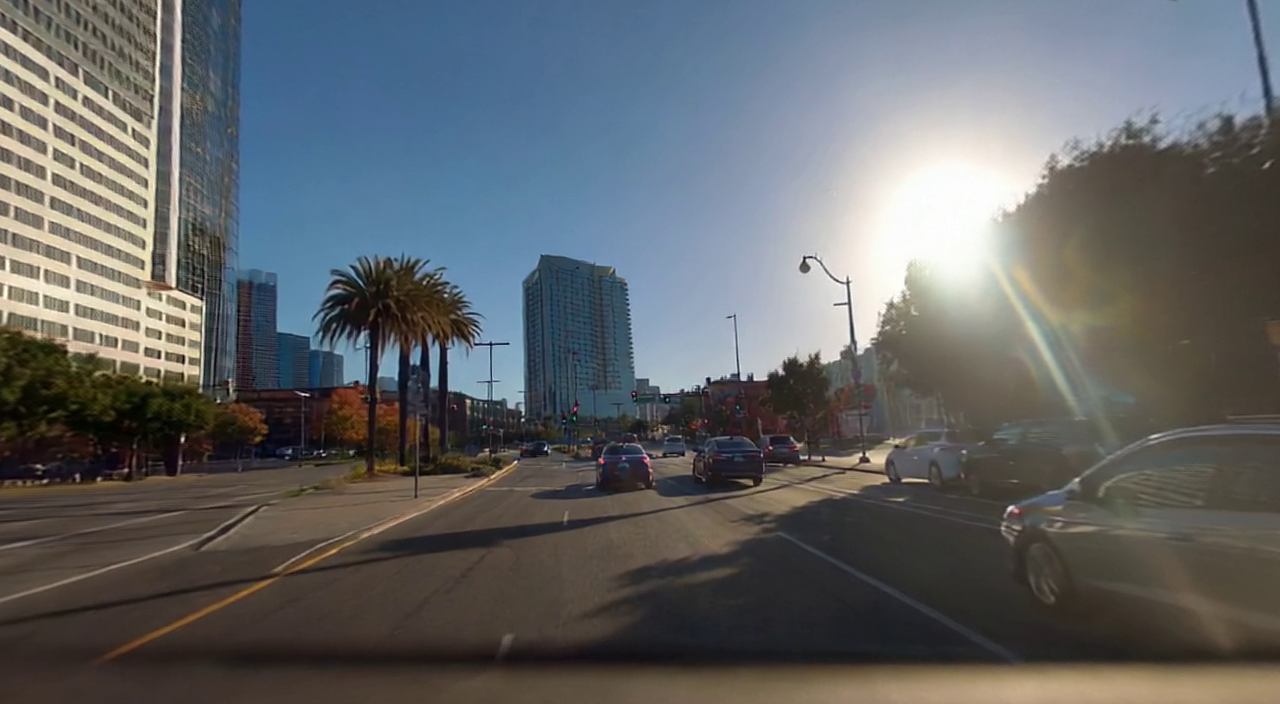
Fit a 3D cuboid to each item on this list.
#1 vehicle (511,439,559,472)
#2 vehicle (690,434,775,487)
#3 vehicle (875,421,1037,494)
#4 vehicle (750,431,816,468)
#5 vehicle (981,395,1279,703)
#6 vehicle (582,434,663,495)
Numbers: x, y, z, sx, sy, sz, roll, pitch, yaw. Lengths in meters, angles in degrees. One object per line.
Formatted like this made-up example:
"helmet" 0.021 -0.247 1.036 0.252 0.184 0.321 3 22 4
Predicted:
"vehicle" -5.245 5.188 31.976 1.977 1.501 4.435 0 -8 -4
"vehicle" 2.800 3.376 20.001 1.909 1.500 3.524 0 -8 -4
"vehicle" 8.419 2.844 17.404 1.946 1.715 4.365 0 -8 -4
"vehicle" 7.023 4.860 31.640 2.000 1.685 4.487 0 -8 -3
"vehicle" 3.955 0.977 3.213 1.920 1.490 4.417 0 -8 -1
"vehicle" -0.524 3.110 17.878 2.048 1.503 3.681 0 -8 -3
